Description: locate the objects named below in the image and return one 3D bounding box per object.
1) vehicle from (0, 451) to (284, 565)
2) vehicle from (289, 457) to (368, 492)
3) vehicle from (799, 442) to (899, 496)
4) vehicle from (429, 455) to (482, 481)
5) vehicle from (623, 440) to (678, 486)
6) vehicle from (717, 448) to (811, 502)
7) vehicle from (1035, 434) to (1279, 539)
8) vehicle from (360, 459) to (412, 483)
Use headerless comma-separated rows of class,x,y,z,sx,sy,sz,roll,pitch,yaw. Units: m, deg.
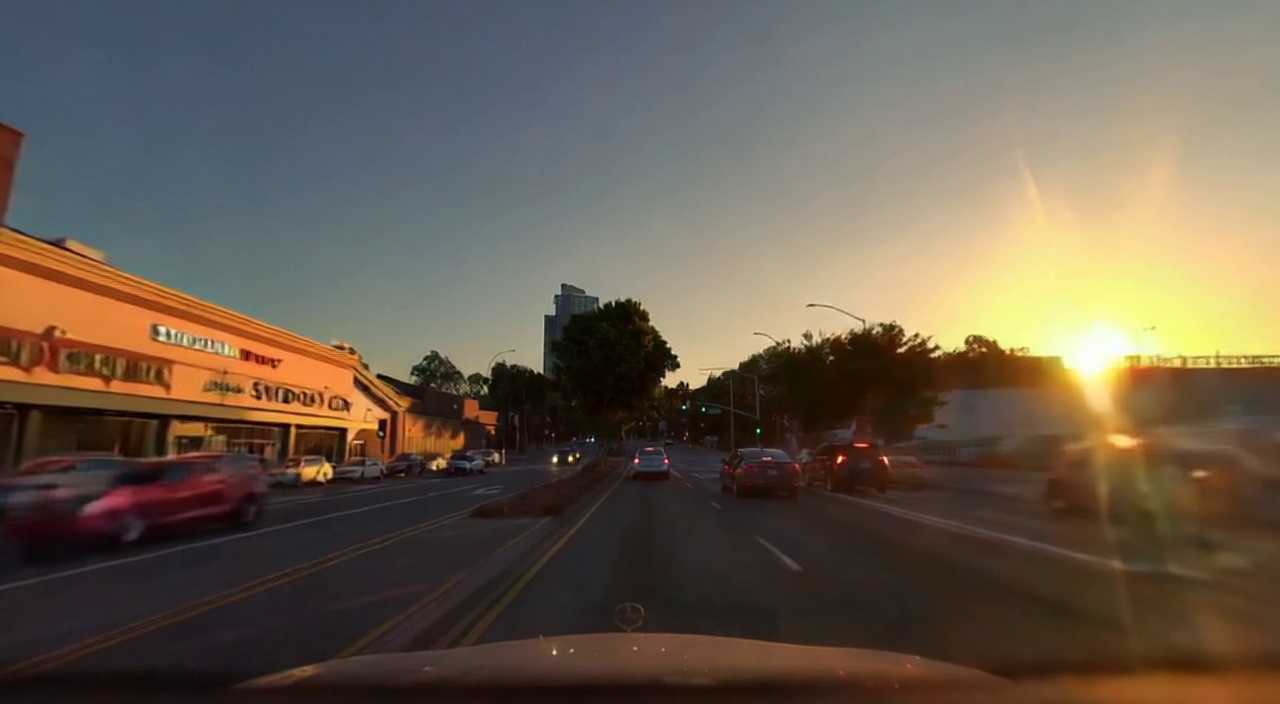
vehicle,-8.465,2.426,10.701,2.078,1.465,4.632,0,-9,1
vehicle,-15.289,5.983,31.193,1.798,1.541,4.002,0,-9,0
vehicle,7.361,4.141,22.749,2.040,1.738,4.414,0,-9,-1
vehicle,-11.675,7.367,40.124,2.087,1.499,3.939,0,-9,1
vehicle,0.436,4.862,27.968,2.210,1.861,4.280,0,-9,0
vehicle,3.701,3.741,19.719,1.963,1.484,4.609,0,-9,0
vehicle,10.636,2.610,12.836,2.106,1.712,4.769,0,-9,1
vehicle,-18.092,8.467,45.182,1.843,1.468,4.475,0,-8,1
